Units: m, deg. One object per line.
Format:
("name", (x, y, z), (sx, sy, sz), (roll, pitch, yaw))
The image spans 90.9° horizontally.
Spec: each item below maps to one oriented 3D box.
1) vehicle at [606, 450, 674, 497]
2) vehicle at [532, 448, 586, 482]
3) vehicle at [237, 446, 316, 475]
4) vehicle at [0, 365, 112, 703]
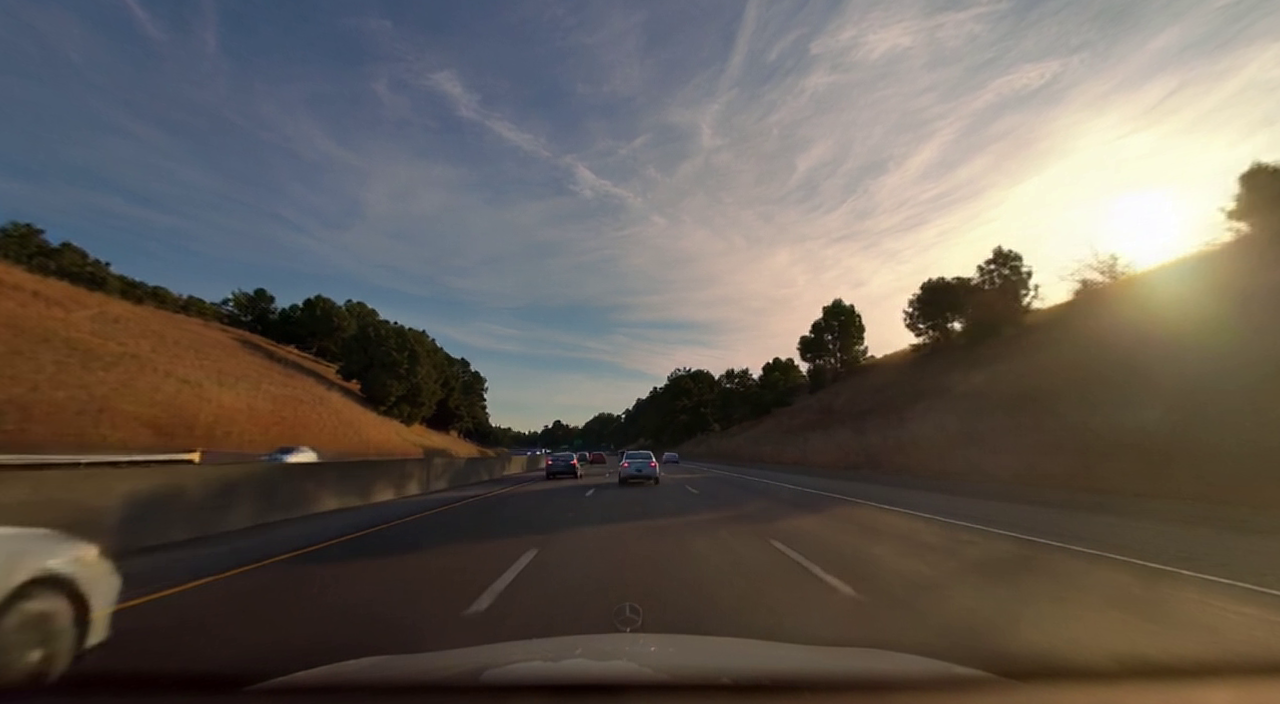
("vehicle", (-0.026, 3.937, 20.815), (2.023, 1.400, 4.028), (0, -9, -1))
("vehicle", (-4.007, 5.709, 32.004), (2.153, 1.581, 4.375), (0, -9, 0))
("vehicle", (-19.511, 5.825, 34.033), (1.865, 1.456, 3.979), (0, -9, -1))
("vehicle", (-3.749, 0.632, 1.131), (2.048, 1.621, 4.058), (0, -9, 0))
